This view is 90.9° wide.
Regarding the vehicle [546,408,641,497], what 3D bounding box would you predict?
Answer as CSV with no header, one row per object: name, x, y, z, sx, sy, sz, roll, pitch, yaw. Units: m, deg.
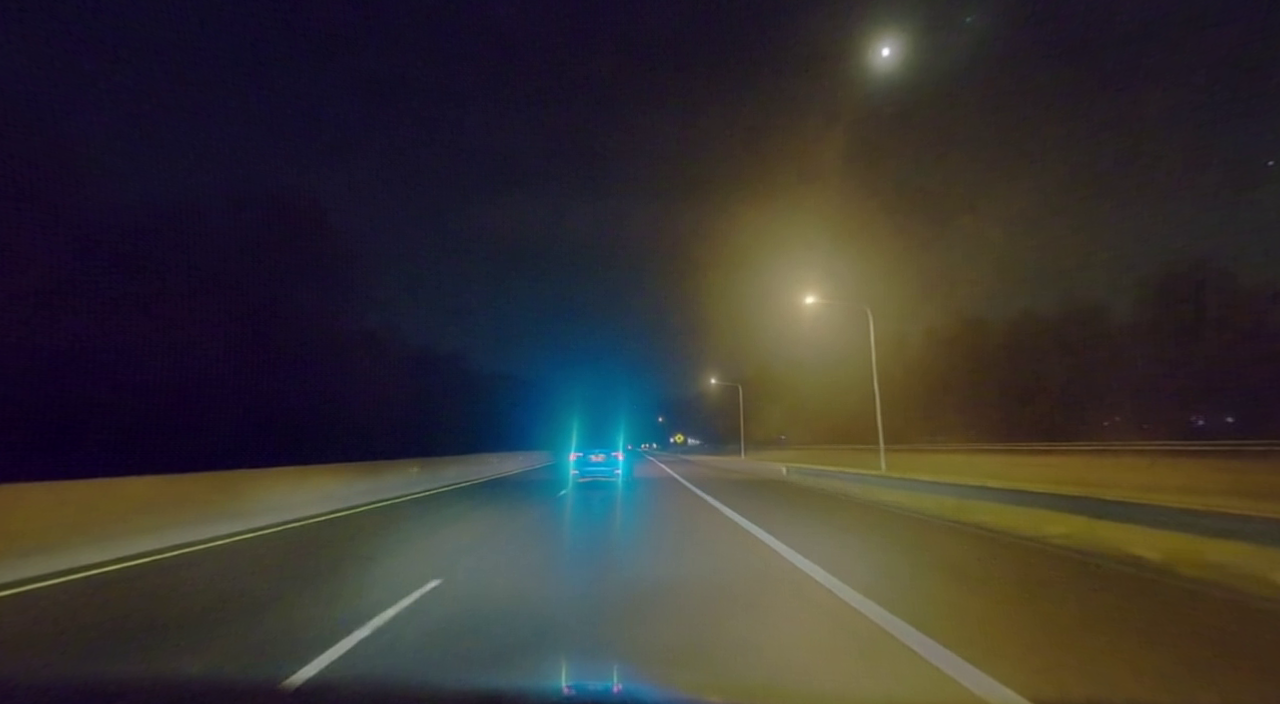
vehicle,-1.125,2.797,17.850,2.248,2.154,4.892,0,-8,1
